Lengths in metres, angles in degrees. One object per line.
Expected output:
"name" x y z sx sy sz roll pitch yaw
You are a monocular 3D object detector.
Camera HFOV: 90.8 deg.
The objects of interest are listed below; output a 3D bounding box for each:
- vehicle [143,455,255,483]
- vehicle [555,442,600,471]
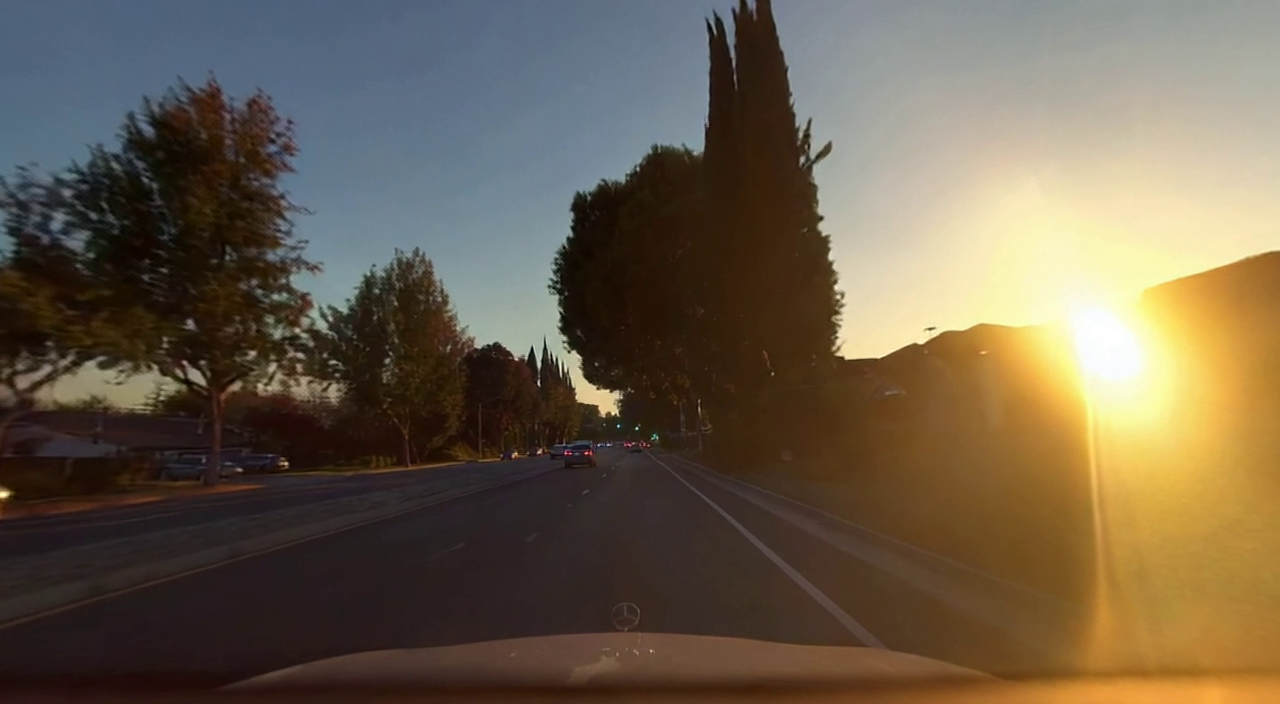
"vehicle" -24.801 6.582 35.632 4.743 1.482 2.164 -1 -8 4
"vehicle" -3.279 5.560 33.986 1.992 1.447 4.044 0 -8 0
